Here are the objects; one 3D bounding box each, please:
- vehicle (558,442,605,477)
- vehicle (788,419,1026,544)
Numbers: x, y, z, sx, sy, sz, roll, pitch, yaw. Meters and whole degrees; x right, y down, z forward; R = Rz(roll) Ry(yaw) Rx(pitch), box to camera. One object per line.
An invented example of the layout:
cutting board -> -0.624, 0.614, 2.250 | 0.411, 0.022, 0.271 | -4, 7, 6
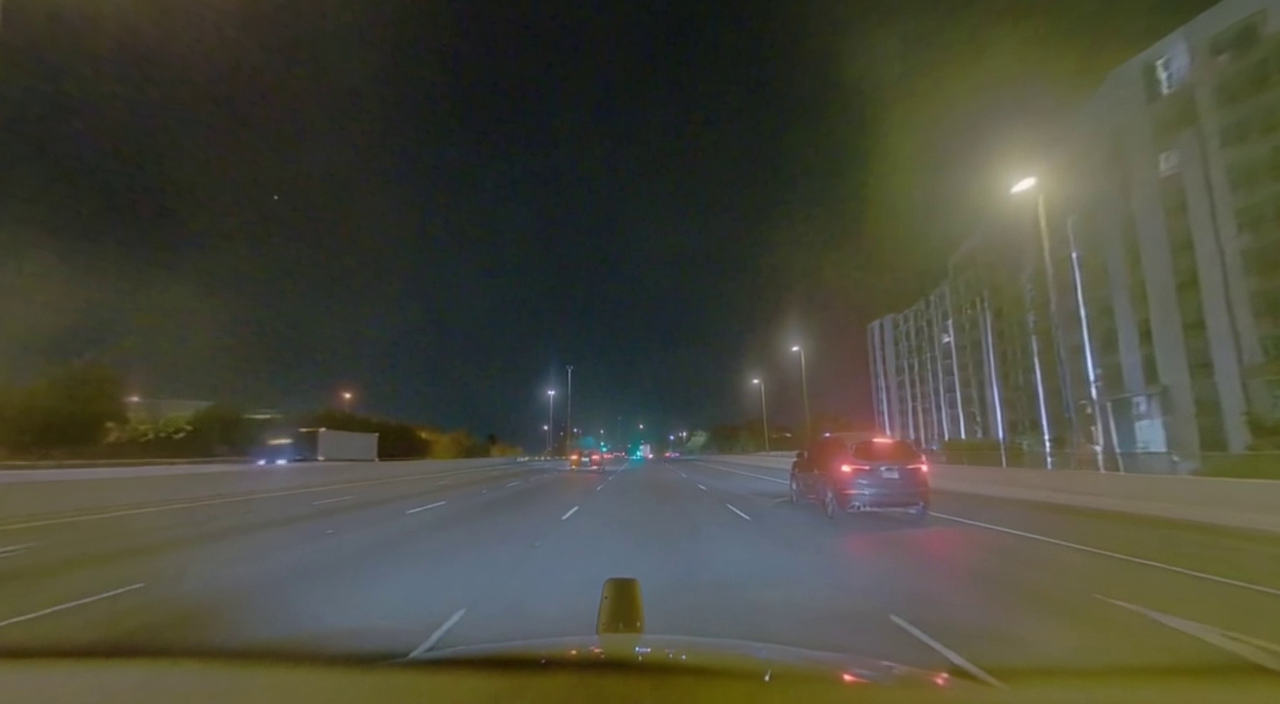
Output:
vehicle -> -3.071, 5.770, 34.090 | 2.075, 1.721, 4.763 | 0, -9, 1
vehicle -> 4.328, 2.183, 11.273 | 2.170, 1.733, 4.631 | 0, -9, 0
